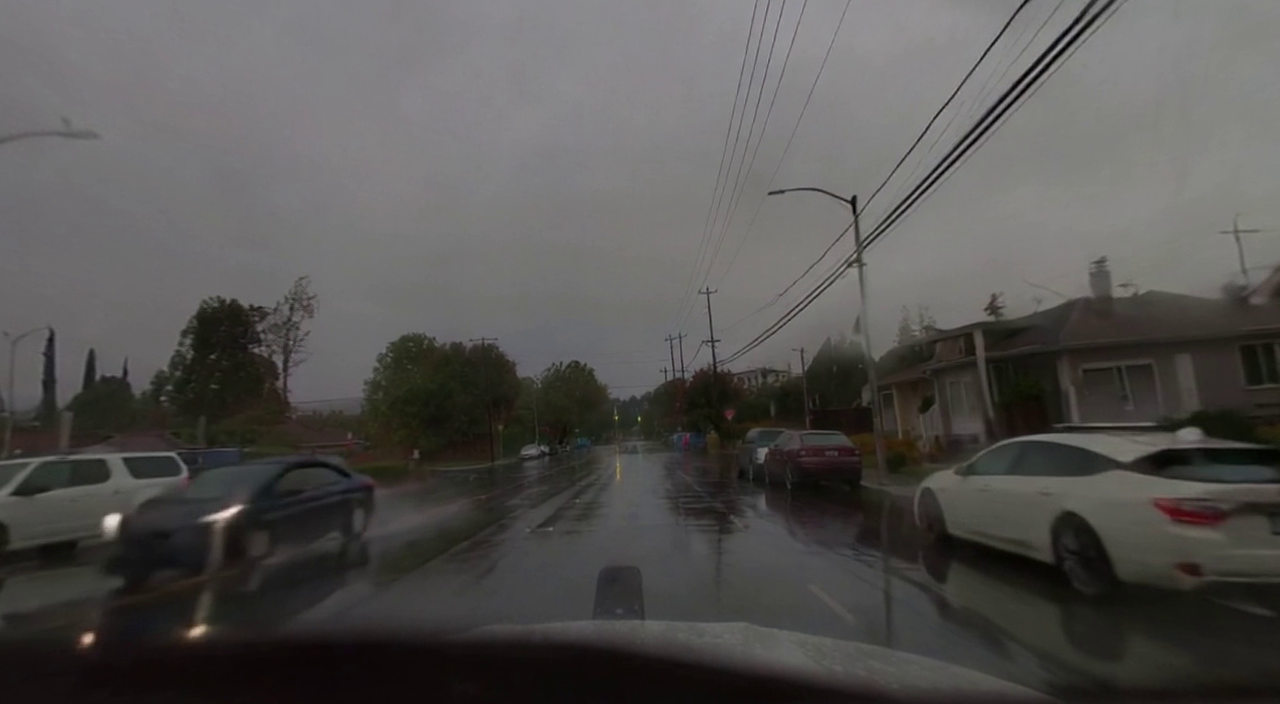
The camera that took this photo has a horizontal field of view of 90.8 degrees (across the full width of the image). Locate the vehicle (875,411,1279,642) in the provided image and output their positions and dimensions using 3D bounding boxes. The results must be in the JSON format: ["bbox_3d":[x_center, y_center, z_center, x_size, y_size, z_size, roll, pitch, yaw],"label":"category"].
[{"bbox_3d":[4.525,1.536,6.809,2.001,1.532,5.029,0,-8,-1],"label":"vehicle"}]

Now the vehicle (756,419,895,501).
[{"bbox_3d":[4.542,2.739,16.377,1.980,1.773,4.853,0,-8,-2],"label":"vehicle"}]

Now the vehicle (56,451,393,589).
[{"bbox_3d":[-5.634,2.277,9.482,1.948,1.502,4.434,-1,-8,1],"label":"vehicle"}]
